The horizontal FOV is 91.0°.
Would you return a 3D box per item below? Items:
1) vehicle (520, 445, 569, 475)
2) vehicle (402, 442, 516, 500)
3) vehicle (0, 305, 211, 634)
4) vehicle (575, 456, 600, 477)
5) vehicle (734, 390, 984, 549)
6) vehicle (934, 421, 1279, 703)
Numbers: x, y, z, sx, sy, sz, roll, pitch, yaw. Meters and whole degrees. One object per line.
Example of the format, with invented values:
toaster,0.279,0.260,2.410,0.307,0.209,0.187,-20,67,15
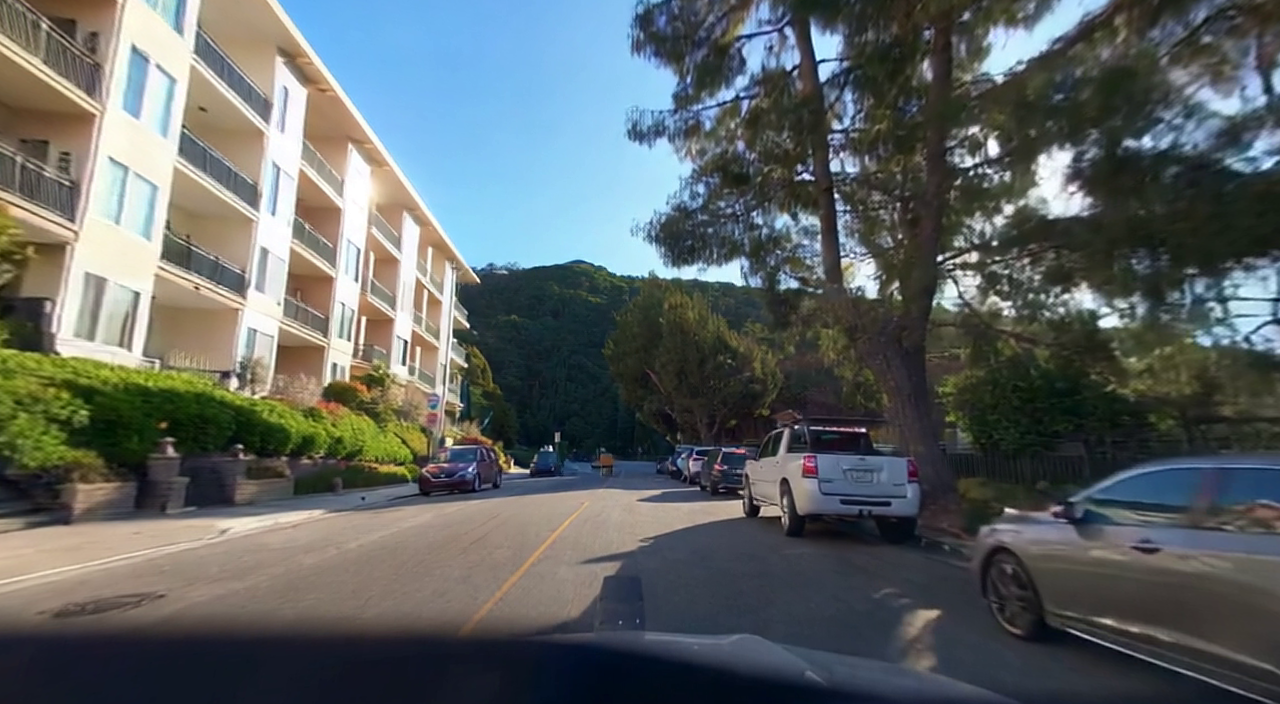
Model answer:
vehicle,-6.672,7.741,44.805,2.692,1.949,5.948,0,-11,-1
vehicle,-6.366,4.258,23.046,2.374,1.843,5.638,0,-9,1
vehicle,-6.179,1.071,5.944,1.944,2.626,3.160,0,-8,-2
vehicle,-4.047,8.996,49.098,1.856,1.474,4.522,1,-12,-3
vehicle,3.436,2.028,11.458,2.482,2.184,5.383,0,-9,-1
vehicle,3.582,1.115,3.025,1.866,1.510,4.615,1,-9,-4
